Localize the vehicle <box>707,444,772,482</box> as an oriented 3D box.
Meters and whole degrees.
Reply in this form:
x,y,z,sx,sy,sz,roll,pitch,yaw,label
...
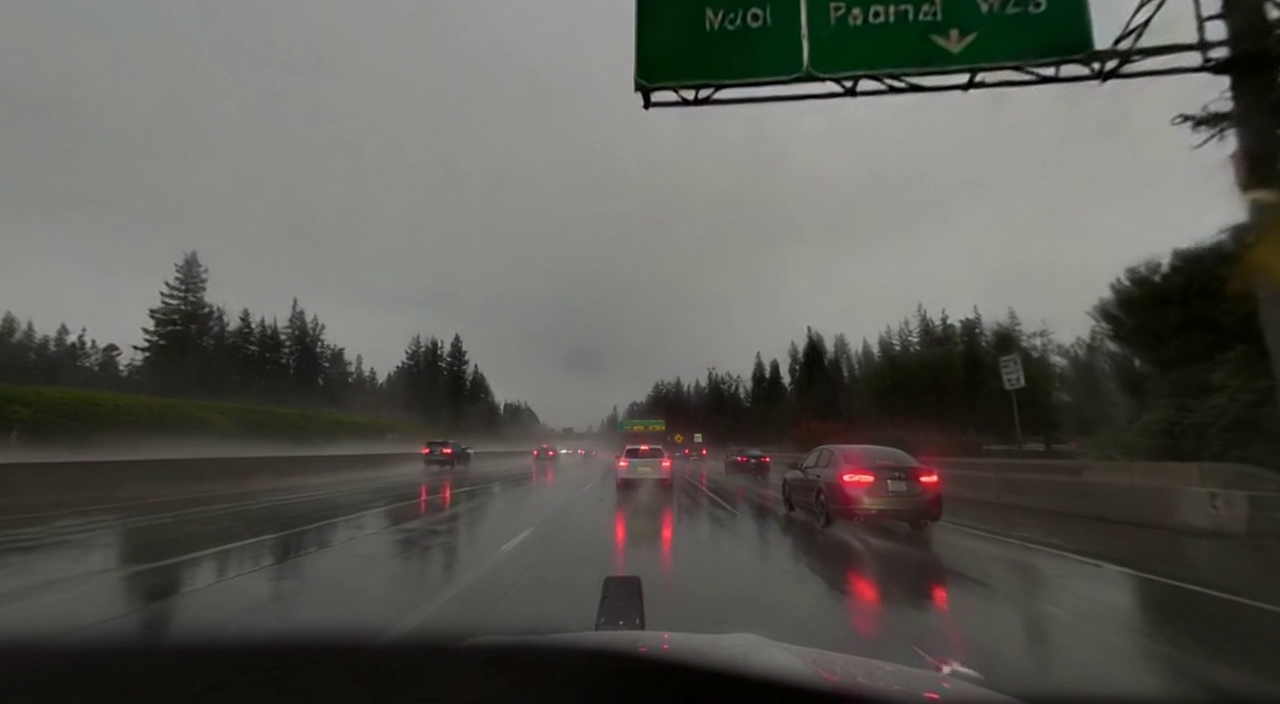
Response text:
x,y,z,sx,sy,sz,roll,pitch,yaw,label
4.196,4.758,27.299,2.002,1.499,4.710,0,-9,-1,vehicle

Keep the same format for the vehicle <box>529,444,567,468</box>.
x,y,z,sx,sy,sz,roll,pitch,yaw,label
-6.382,7.250,44.088,2.014,1.587,4.265,0,-9,0,vehicle

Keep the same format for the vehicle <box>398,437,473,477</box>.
x,y,z,sx,sy,sz,roll,pitch,yaw,label
-10.024,5.169,31.331,1.978,1.821,4.975,0,-9,1,vehicle

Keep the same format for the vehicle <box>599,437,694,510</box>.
x,y,z,sx,sy,sz,roll,pitch,yaw,label
0.152,2.904,15.513,2.044,1.554,3.824,0,-9,0,vehicle

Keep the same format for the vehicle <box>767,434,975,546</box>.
x,y,z,sx,sy,sz,roll,pitch,yaw,label
3.617,2.223,10.791,2.044,1.523,3.947,0,-9,0,vehicle
